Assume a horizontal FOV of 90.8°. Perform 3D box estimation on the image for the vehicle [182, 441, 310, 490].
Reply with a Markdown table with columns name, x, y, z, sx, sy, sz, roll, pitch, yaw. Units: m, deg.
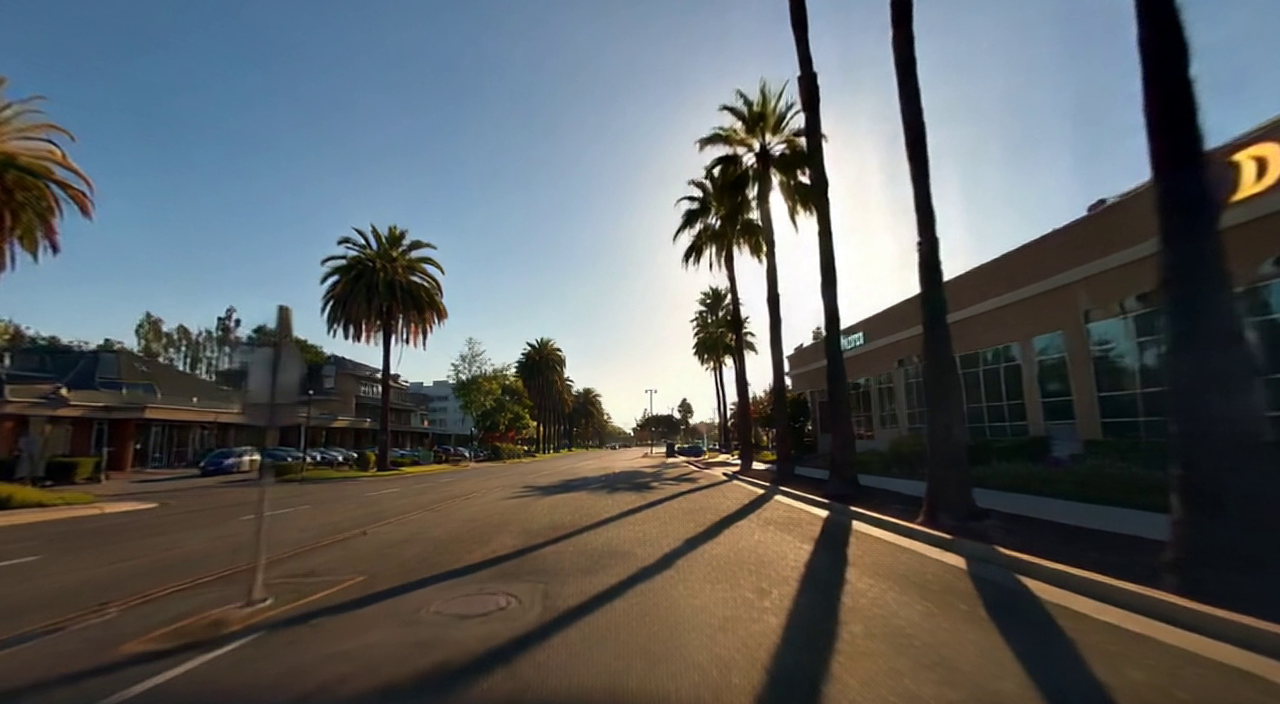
| name | x | y | z | sx | sy | sz | roll | pitch | yaw |
| --- | --- | --- | --- | --- | --- | --- | --- | --- | --- |
| vehicle | -16.480 | 4.699 | 26.440 | 4.651 | 1.863 | 2.174 | -4 | -10 | 24 |
